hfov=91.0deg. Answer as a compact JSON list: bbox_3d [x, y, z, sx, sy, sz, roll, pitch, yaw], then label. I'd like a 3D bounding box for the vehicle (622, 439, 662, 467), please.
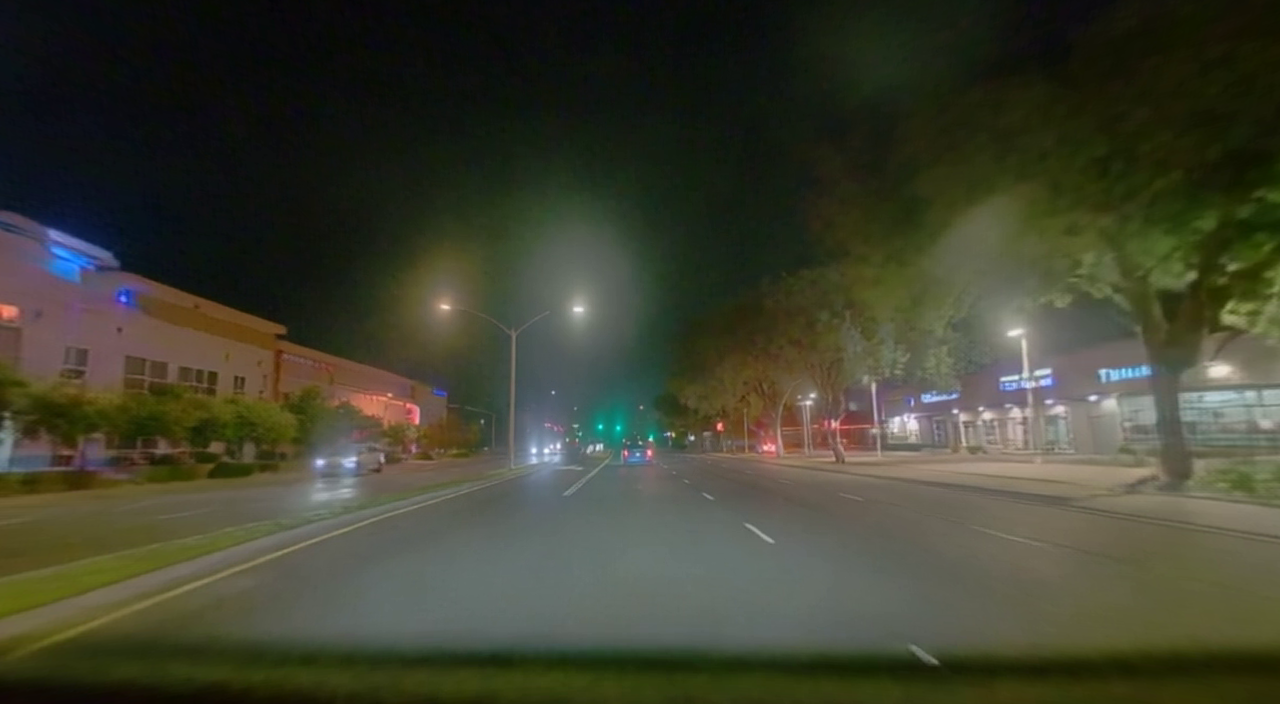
[{"bbox_3d":[0.041,5.409,33.948,1.998,1.452,3.773,0,-8,-2],"label":"vehicle"}]

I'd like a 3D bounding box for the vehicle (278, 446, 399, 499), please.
[{"bbox_3d":[-9.314,3.721,19.876,1.795,1.426,4.216,0,-8,-1],"label":"vehicle"}]
